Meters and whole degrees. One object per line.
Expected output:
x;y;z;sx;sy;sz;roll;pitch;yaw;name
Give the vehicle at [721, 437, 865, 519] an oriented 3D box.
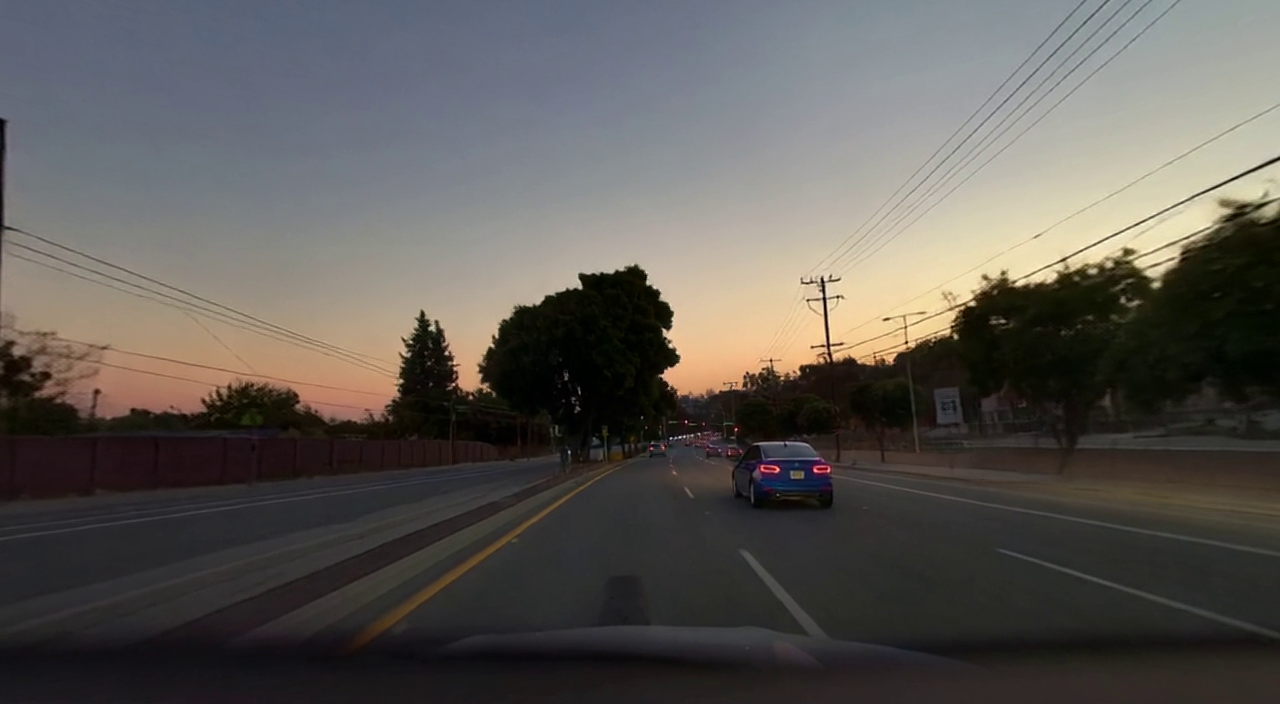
3.105;2.651;13.798;2.063;1.481;4.247;0;-9;0;vehicle
